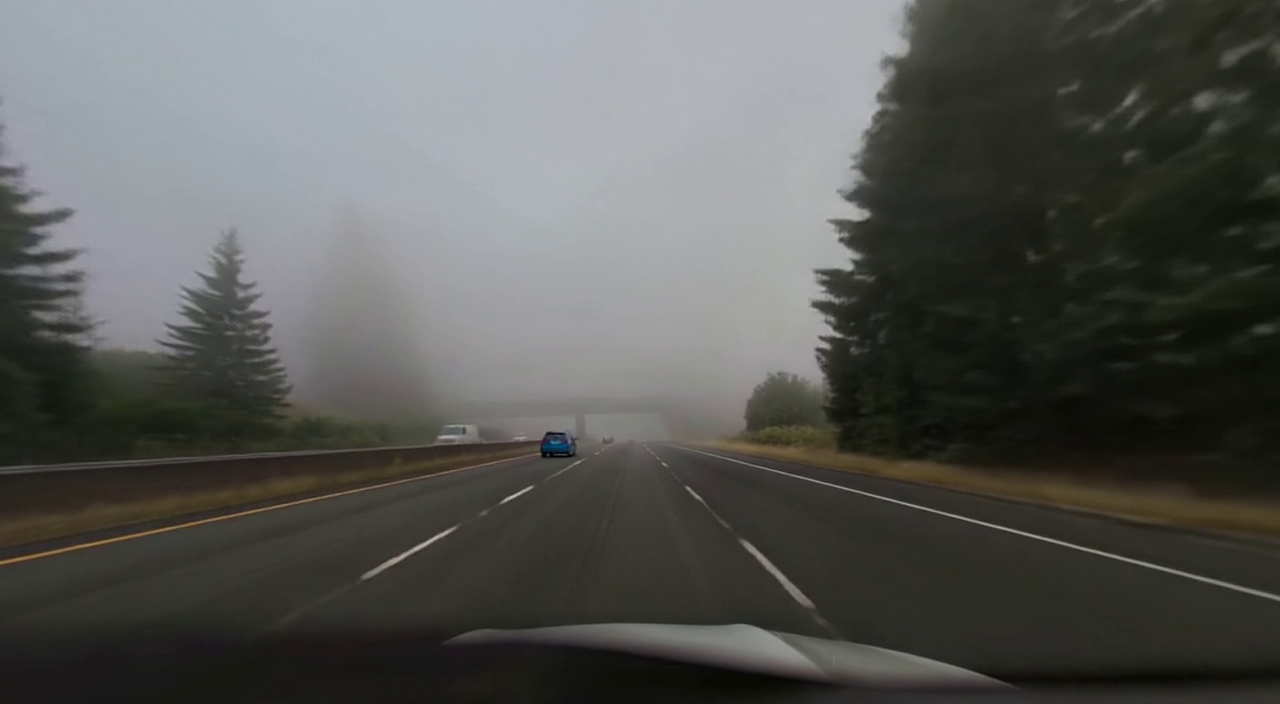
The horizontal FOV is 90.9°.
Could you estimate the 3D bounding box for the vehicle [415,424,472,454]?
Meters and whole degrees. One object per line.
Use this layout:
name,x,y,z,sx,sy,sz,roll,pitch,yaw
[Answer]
vehicle,-13.852,6.165,44.755,2.341,1.969,5.181,0,-8,0

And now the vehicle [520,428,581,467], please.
vehicle,-4.002,4.342,29.013,2.086,1.624,4.607,0,-8,1
